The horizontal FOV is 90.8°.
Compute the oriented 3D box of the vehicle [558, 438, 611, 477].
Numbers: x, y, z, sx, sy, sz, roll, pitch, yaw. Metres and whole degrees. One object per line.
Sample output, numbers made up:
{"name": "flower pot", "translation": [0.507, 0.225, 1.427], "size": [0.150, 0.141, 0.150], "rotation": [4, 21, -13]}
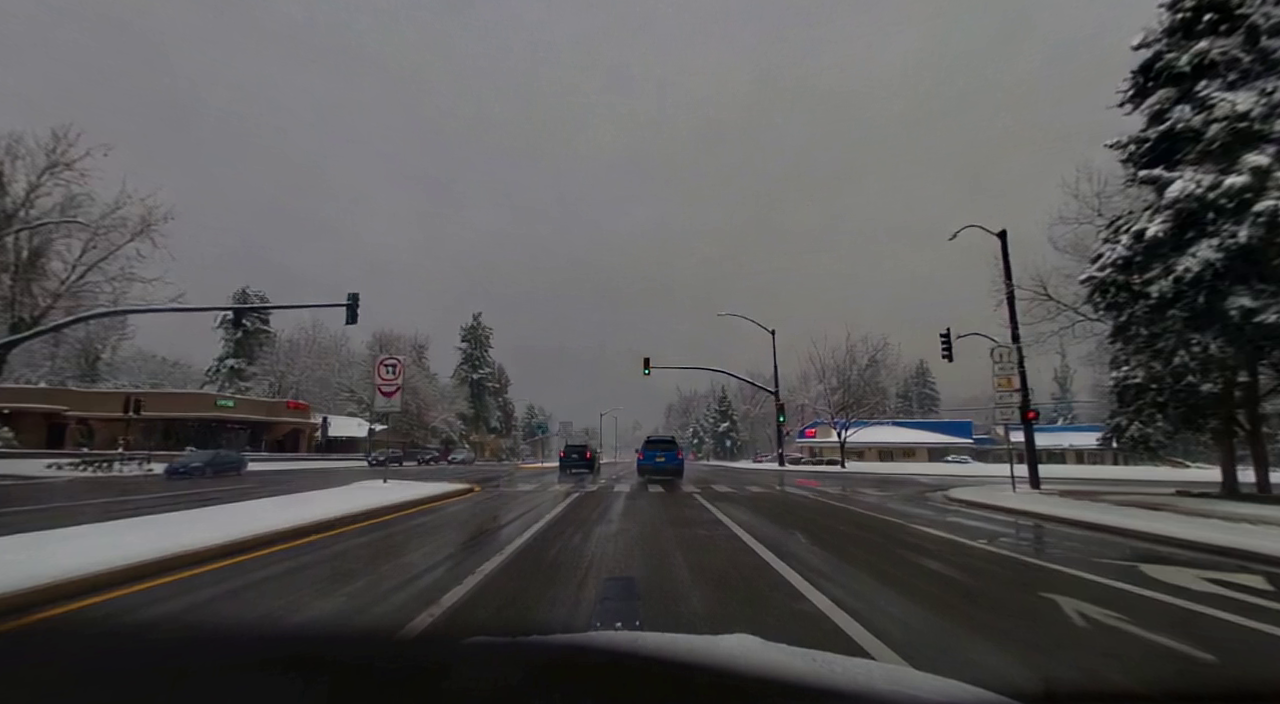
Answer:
{"name": "vehicle", "translation": [-2.782, 5.426, 32.831], "size": [2.202, 1.856, 4.516], "rotation": [0, -9, 2]}

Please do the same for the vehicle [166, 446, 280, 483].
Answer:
{"name": "vehicle", "translation": [-18.939, 5.115, 29.040], "size": [1.950, 1.512, 4.794], "rotation": [0, -9, 0]}

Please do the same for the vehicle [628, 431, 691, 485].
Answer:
{"name": "vehicle", "translation": [0.749, 4.220, 25.405], "size": [2.273, 1.909, 5.075], "rotation": [0, -9, 1]}
